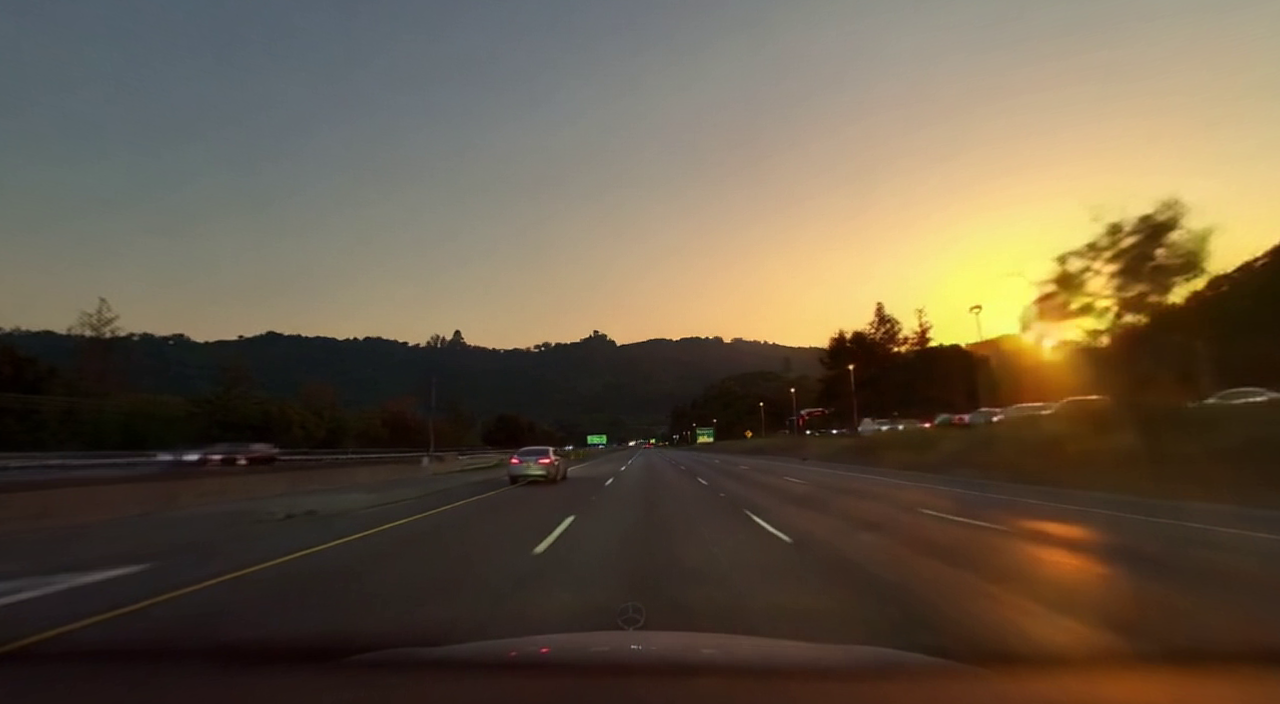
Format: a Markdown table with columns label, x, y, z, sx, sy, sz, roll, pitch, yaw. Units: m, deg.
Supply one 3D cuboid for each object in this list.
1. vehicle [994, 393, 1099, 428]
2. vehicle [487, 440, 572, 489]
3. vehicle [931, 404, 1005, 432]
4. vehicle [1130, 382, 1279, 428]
| label | x | y | z | sx | sy | sz | roll | pitch | yaw |
| --- | --- | --- | --- | --- | --- | --- | --- | --- | --- |
| vehicle | 21.405 | 3.159 | 33.373 | 4.459 | 1.642 | 1.856 | -5 | -10 | 30 |
| vehicle | -3.661 | 3.818 | 21.811 | 2.021 | 1.526 | 4.385 | 0 | -8 | 2 |
| vehicle | 22.155 | 4.505 | 42.684 | 4.214 | 1.476 | 1.936 | -7 | -14 | 25 |
| vehicle | 20.511 | 1.980 | 22.897 | 4.100 | 1.427 | 1.794 | -6 | -10 | 35 |
